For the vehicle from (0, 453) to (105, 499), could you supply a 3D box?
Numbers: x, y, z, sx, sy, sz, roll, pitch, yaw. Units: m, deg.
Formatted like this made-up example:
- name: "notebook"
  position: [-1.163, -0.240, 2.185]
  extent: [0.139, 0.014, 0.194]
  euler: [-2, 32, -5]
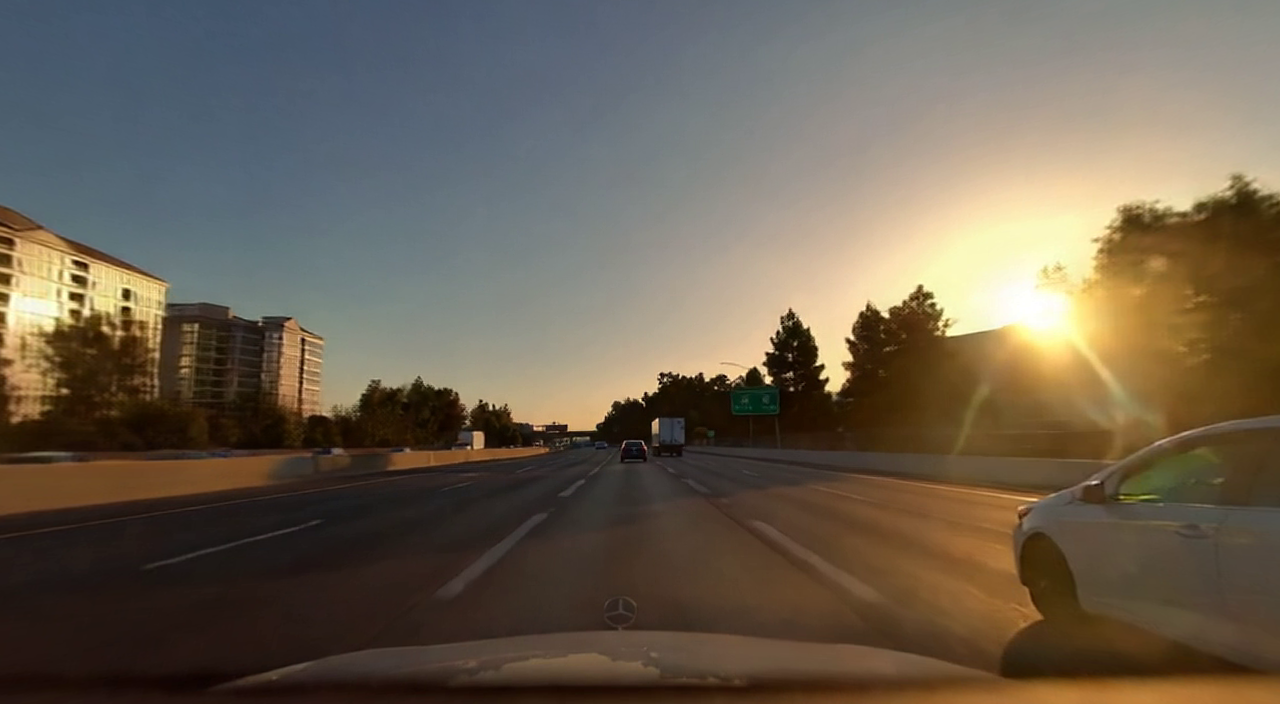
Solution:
- name: "vehicle"
  position: [-21.974, 4.376, 22.575]
  extent: [1.890, 1.454, 4.389]
  euler: [0, -8, -1]

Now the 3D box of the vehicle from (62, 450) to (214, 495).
- name: "vehicle"
  position: [-18.133, 4.333, 23.169]
  extent: [1.841, 1.447, 4.531]
  euler: [0, -8, 0]

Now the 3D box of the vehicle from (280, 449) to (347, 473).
- name: "vehicle"
  position: [-22.396, 7.473, 43.567]
  extent: [2.087, 1.499, 4.726]
  euler: [0, -8, 1]

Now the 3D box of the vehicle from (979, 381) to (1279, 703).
- name: "vehicle"
  position: [3.810, 0.956, 2.971]
  extent: [1.950, 1.596, 4.326]
  euler: [0, -8, -1]

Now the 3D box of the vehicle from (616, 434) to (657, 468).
- name: "vehicle"
  position: [-0.263, 5.932, 38.180]
  extent: [2.297, 1.912, 4.355]
  euler: [0, -8, -1]
